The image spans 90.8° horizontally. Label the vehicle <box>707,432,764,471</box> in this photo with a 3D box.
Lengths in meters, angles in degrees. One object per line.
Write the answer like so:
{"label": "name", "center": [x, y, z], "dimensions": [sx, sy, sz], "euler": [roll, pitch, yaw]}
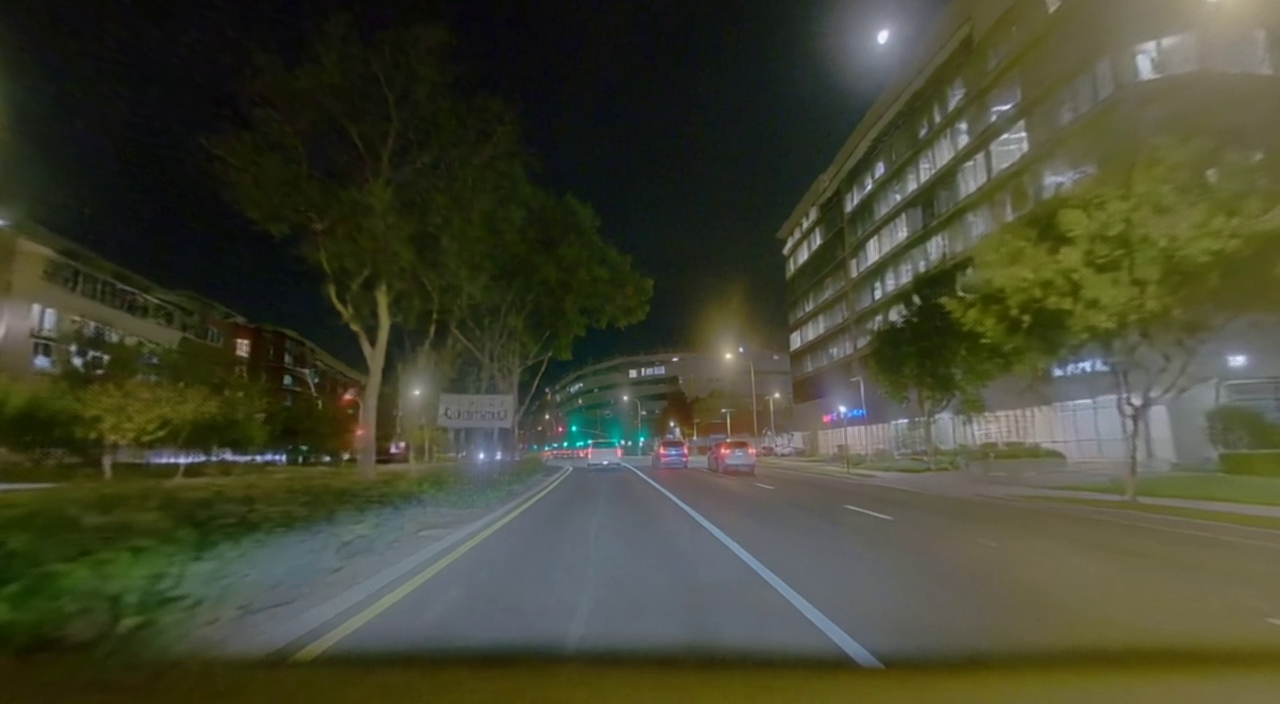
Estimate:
{"label": "vehicle", "center": [5.182, 5.496, 35.074], "dimensions": [2.052, 1.990, 4.736], "euler": [0, -8, -5]}

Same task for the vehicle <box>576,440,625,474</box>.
{"label": "vehicle", "center": [-1.853, 4.873, 29.636], "dimensions": [2.101, 1.444, 4.248], "euler": [0, -8, -4]}

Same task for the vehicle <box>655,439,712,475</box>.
{"label": "vehicle", "center": [1.938, 4.846, 29.396], "dimensions": [1.993, 1.477, 4.240], "euler": [0, -8, -5]}
